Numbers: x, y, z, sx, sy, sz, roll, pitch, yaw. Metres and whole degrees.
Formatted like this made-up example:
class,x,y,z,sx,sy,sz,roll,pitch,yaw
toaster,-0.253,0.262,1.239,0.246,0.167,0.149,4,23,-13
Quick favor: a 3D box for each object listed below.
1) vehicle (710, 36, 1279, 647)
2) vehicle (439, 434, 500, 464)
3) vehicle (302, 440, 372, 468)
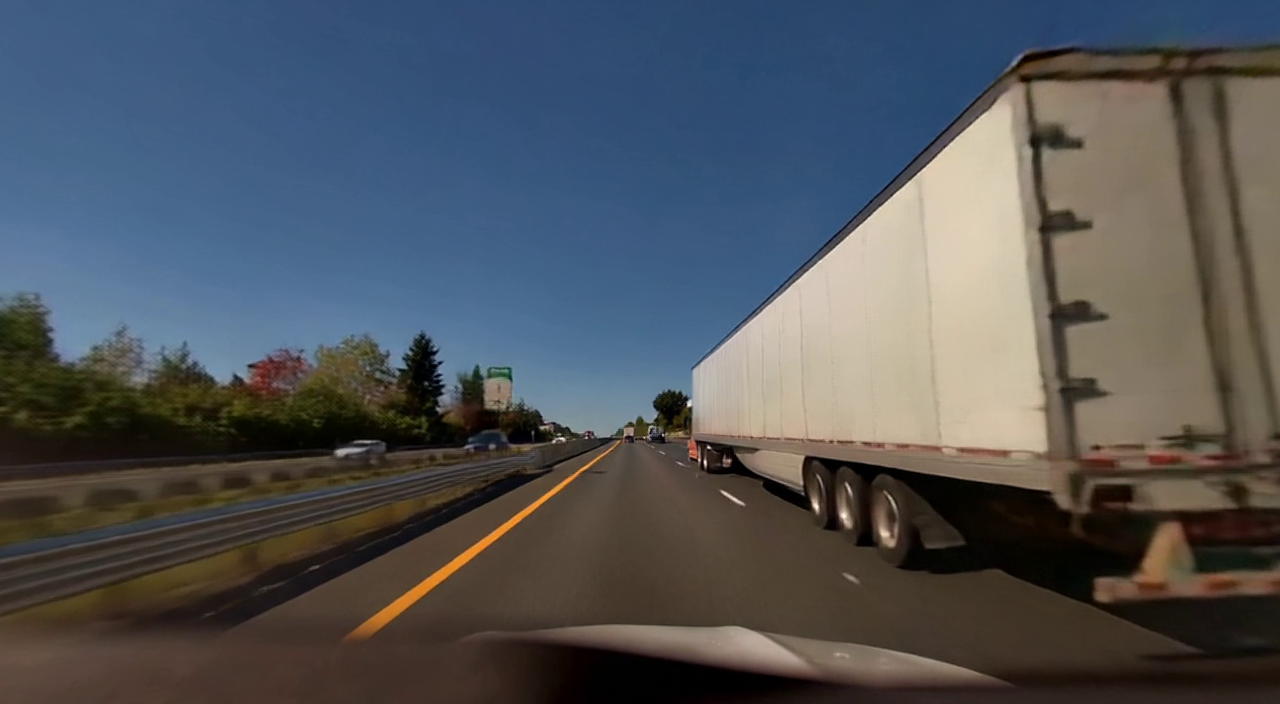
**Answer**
class,x,y,z,sx,sy,sz,roll,pitch,yaw
vehicle,3.541,0.667,10.704,2.954,3.995,13.335,0,-7,-1
vehicle,-8.966,5.129,33.563,2.050,1.466,4.588,0,-7,-1
vehicle,-17.469,5.877,36.556,1.854,1.471,4.586,0,-7,-1
